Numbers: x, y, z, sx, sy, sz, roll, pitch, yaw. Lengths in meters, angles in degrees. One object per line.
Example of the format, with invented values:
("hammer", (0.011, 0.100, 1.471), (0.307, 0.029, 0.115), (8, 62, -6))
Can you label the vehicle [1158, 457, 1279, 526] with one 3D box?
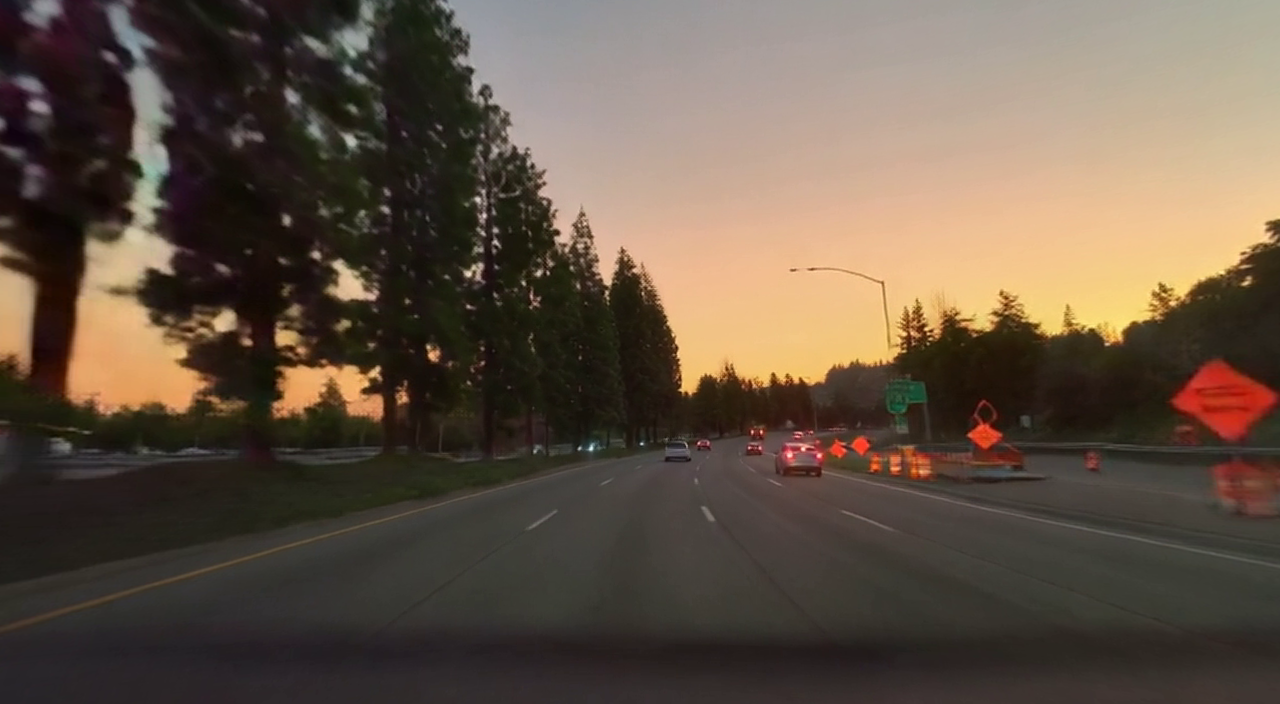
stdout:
("vehicle", (11.818, 2.248, 10.186), (3.503, 1.020, 4.269), (-1, -9, 5))

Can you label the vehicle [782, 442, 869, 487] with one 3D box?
("vehicle", (6.628, 4.045, 23.067), (2.044, 1.474, 4.083), (0, -8, 2))

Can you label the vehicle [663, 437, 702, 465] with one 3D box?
("vehicle", (2.806, 6.388, 40.779), (2.201, 1.676, 4.541), (-1, -8, 7))
